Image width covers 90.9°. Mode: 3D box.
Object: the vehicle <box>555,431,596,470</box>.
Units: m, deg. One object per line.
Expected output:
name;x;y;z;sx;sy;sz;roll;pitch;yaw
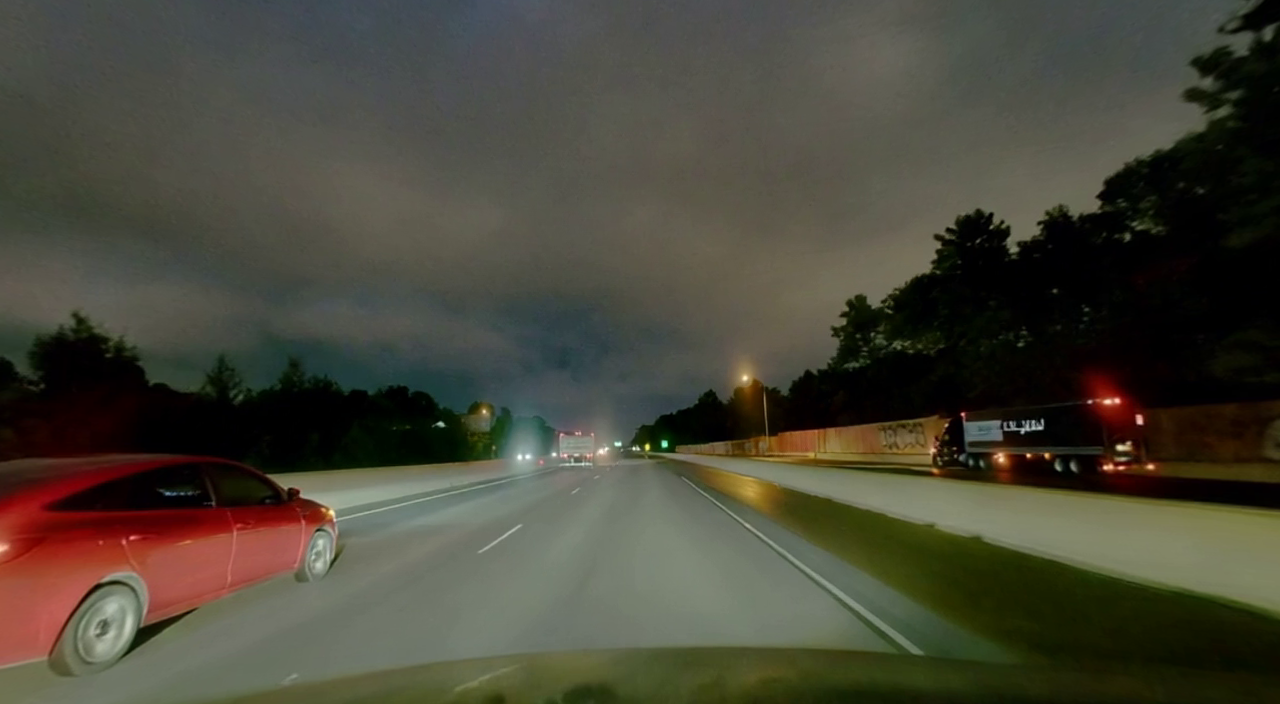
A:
vehicle;-4.393;6.881;43.997;2.305;2.517;5.486;0;-9;0

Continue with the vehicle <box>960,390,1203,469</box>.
vehicle;26.227;5.002;39.074;2.782;4.082;12.925;3;-9;-19

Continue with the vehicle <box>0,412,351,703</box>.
vehicle;-4.238;1.296;4.725;2.024;1.476;4.466;0;-9;0
